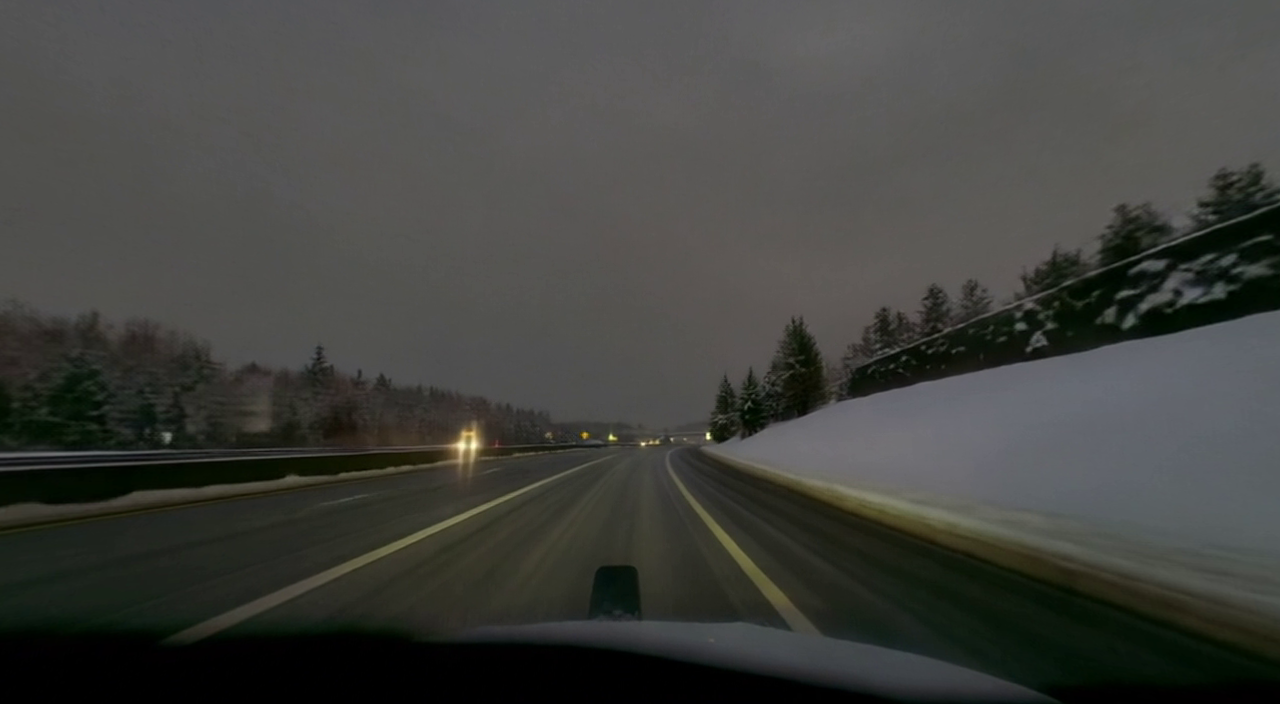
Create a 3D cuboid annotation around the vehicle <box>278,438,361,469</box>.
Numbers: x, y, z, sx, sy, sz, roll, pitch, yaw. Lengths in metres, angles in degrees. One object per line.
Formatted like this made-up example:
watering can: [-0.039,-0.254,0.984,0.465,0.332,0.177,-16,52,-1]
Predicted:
vehicle: [-17.091,5.413,33.829,1.992,1.547,4.627,0,-8,1]
